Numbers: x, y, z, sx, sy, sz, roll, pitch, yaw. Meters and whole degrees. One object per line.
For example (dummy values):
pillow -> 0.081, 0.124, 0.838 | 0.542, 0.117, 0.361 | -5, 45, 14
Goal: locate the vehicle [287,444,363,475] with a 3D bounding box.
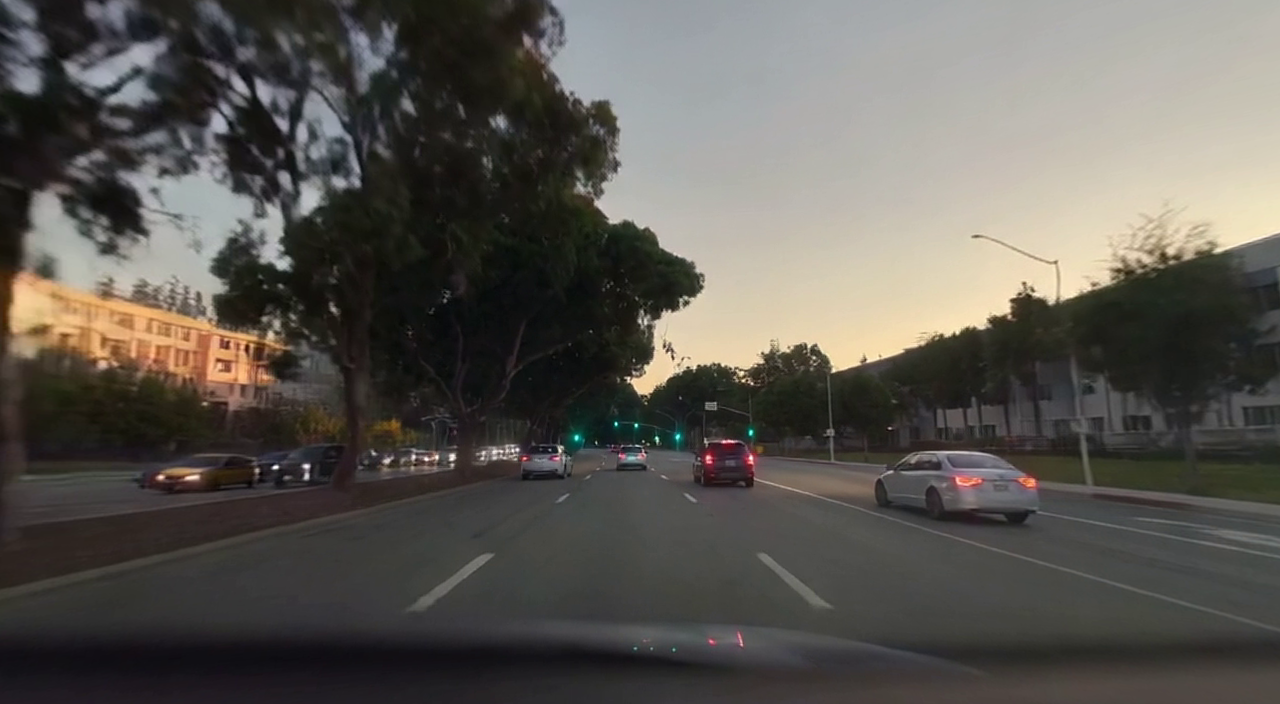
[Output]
vehicle -> -19.023, 6.502, 38.431 | 2.241, 1.732, 4.747 | 0, -8, -1

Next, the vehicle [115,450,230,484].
vehicle -> -22.599, 5.559, 30.840 | 2.019, 1.467, 4.808 | 0, -8, -1

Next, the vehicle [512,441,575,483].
vehicle -> -4.197, 4.826, 28.049 | 2.172, 1.671, 4.175 | 0, -8, -1

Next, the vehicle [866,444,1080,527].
vehicle -> 6.495, 2.609, 13.025 | 1.945, 1.408, 4.288 | 0, -8, -2

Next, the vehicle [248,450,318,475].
vehicle -> -22.830, 7.039, 40.610 | 1.919, 1.462, 4.580 | 0, -8, -1

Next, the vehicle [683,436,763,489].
vehicle -> 2.899, 3.973, 23.078 | 2.161, 1.716, 4.194 | 0, -8, -3

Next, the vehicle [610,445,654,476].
vehicle -> -0.468, 5.596, 32.882 | 2.155, 1.486, 4.403 | 0, -8, -2
